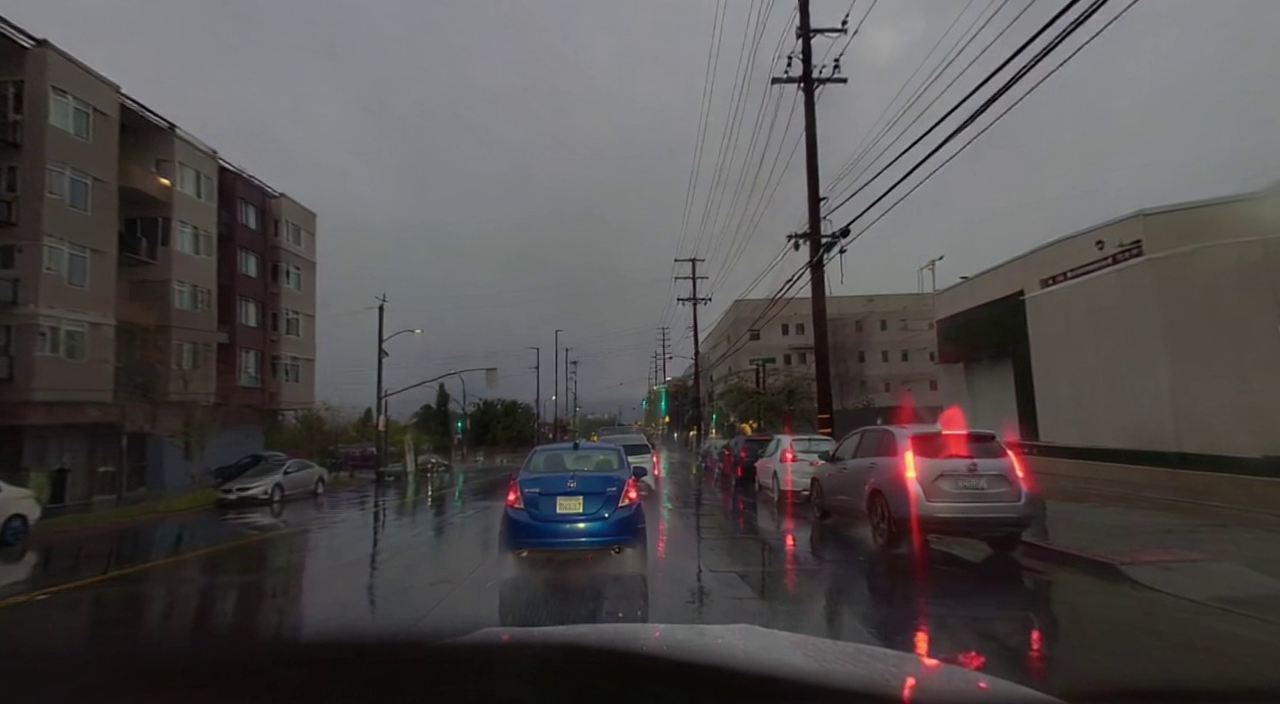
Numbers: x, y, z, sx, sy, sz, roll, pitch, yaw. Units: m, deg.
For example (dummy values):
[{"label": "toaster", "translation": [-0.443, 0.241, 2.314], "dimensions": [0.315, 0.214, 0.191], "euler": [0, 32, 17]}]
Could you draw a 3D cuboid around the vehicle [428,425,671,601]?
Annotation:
[{"label": "vehicle", "translation": [-0.752, 1.691, 7.636], "dimensions": [2.019, 1.453, 4.603], "euler": [0, -8, 0]}]

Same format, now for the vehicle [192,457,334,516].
[{"label": "vehicle", "translation": [-11.888, 4.217, 20.338], "dimensions": [1.868, 1.491, 4.367], "euler": [-3, -8, 0]}]

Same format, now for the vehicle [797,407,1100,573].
[{"label": "vehicle", "translation": [3.790, 1.768, 8.890], "dimensions": [1.967, 1.721, 4.410], "euler": [0, -8, -1]}]

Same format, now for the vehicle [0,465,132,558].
[{"label": "vehicle", "translation": [-11.913, 2.909, 11.300], "dimensions": [1.850, 1.487, 4.711], "euler": [-3, -8, -1]}]

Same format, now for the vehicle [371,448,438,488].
[{"label": "vehicle", "translation": [-11.921, 5.866, 32.237], "dimensions": [2.011, 1.687, 4.079], "euler": [-5, -8, -3]}]
